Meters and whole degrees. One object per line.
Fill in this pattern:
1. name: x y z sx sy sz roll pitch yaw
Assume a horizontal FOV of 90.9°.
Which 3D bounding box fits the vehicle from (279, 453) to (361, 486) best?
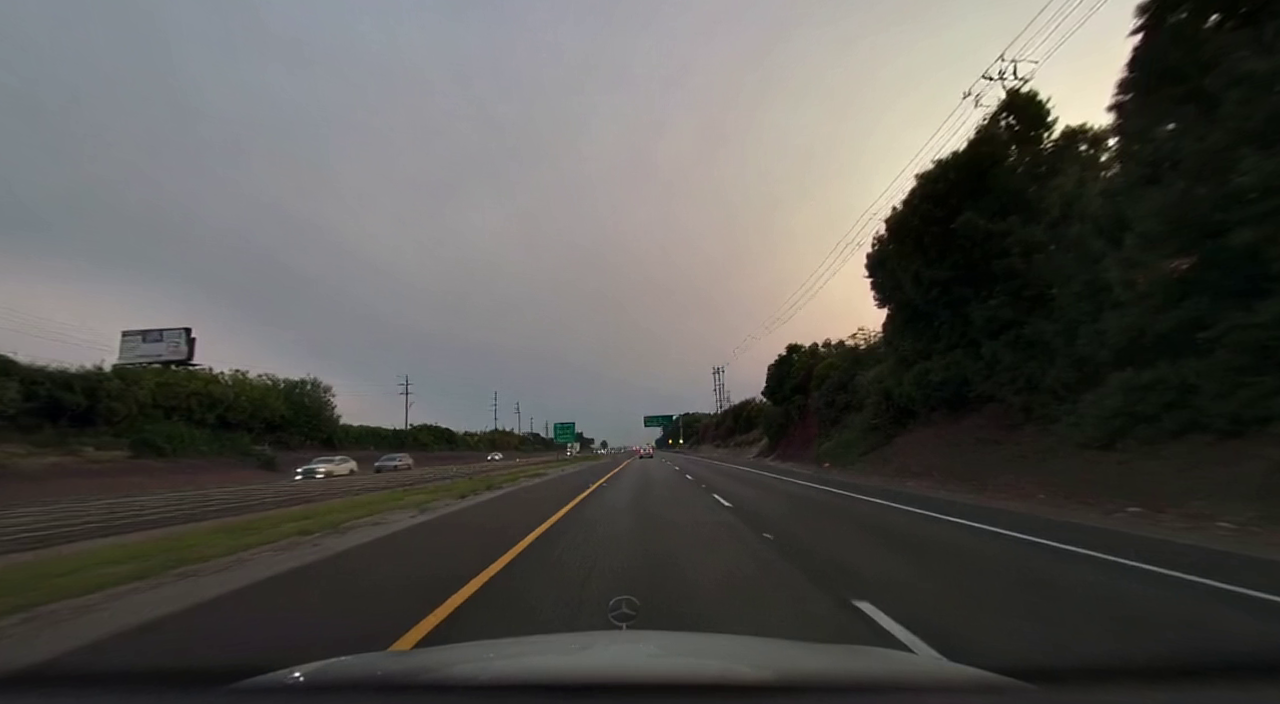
1. vehicle: -16.851 6.182 33.499 1.904 1.491 4.685 -1 -8 0
